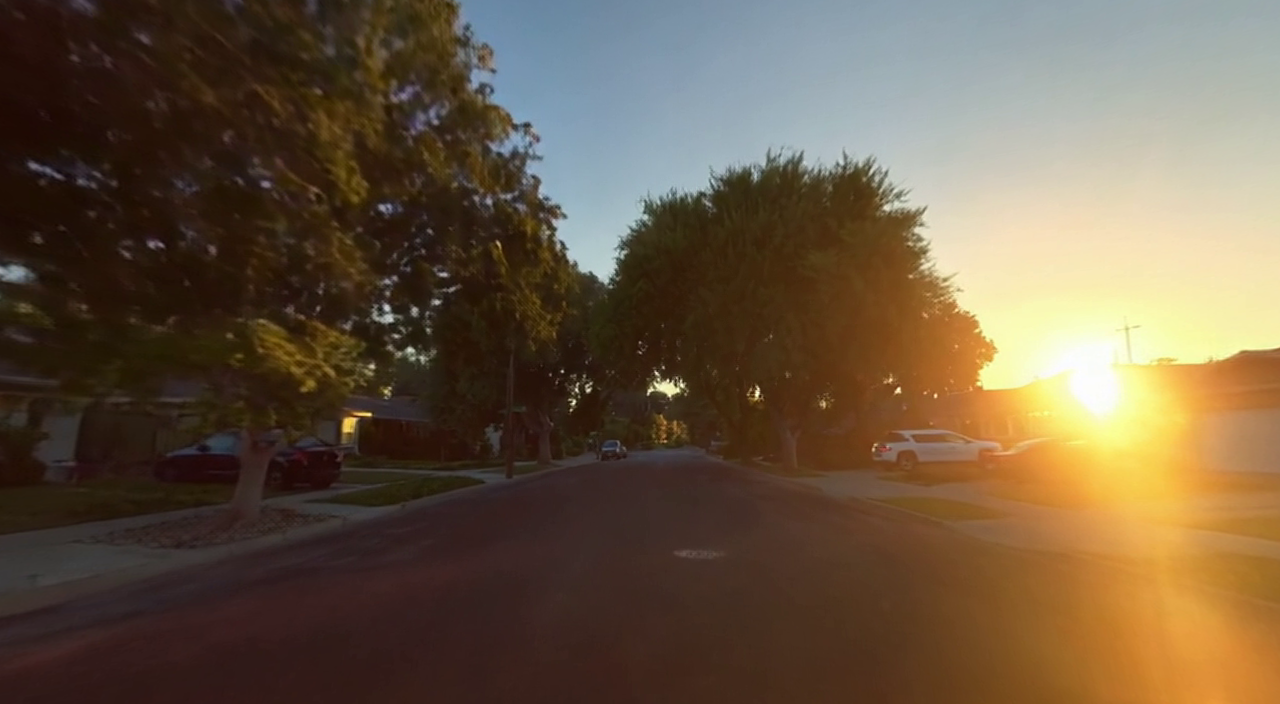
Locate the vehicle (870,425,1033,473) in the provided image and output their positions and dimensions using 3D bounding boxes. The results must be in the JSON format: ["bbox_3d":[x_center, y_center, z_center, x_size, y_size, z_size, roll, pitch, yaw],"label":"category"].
[{"bbox_3d":[12.899,4.063,26.406,5.637,1.890,2.171,0,-8,3],"label":"vehicle"}]

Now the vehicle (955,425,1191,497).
[{"bbox_3d":[11.286,2.871,16.696,4.710,1.512,1.894,-3,-9,1],"label":"vehicle"}]
